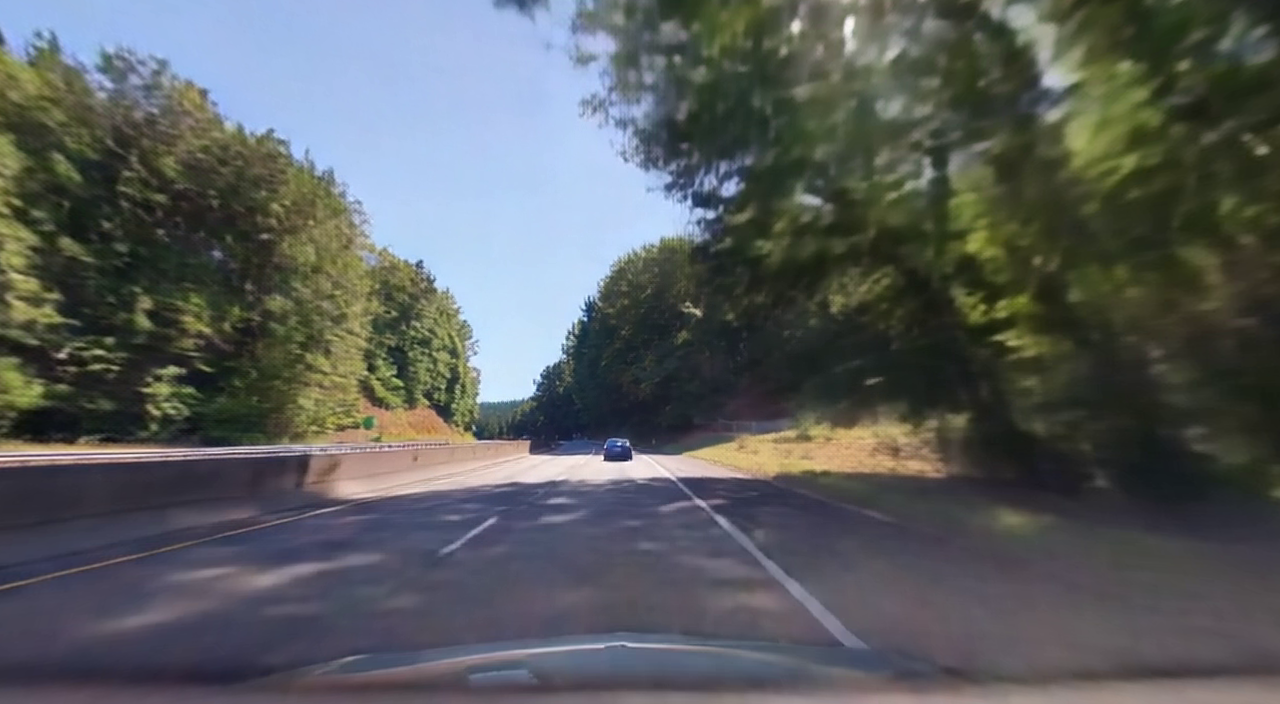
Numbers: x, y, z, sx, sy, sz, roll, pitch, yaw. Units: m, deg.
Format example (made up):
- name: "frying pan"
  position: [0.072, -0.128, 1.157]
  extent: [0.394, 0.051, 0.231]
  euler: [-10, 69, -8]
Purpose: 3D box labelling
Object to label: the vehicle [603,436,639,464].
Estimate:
- name: "vehicle"
  position: [-1.111, 5.678, 36.706]
  extent: [2.004, 1.515, 3.968]
  euler: [0, -8, -1]
